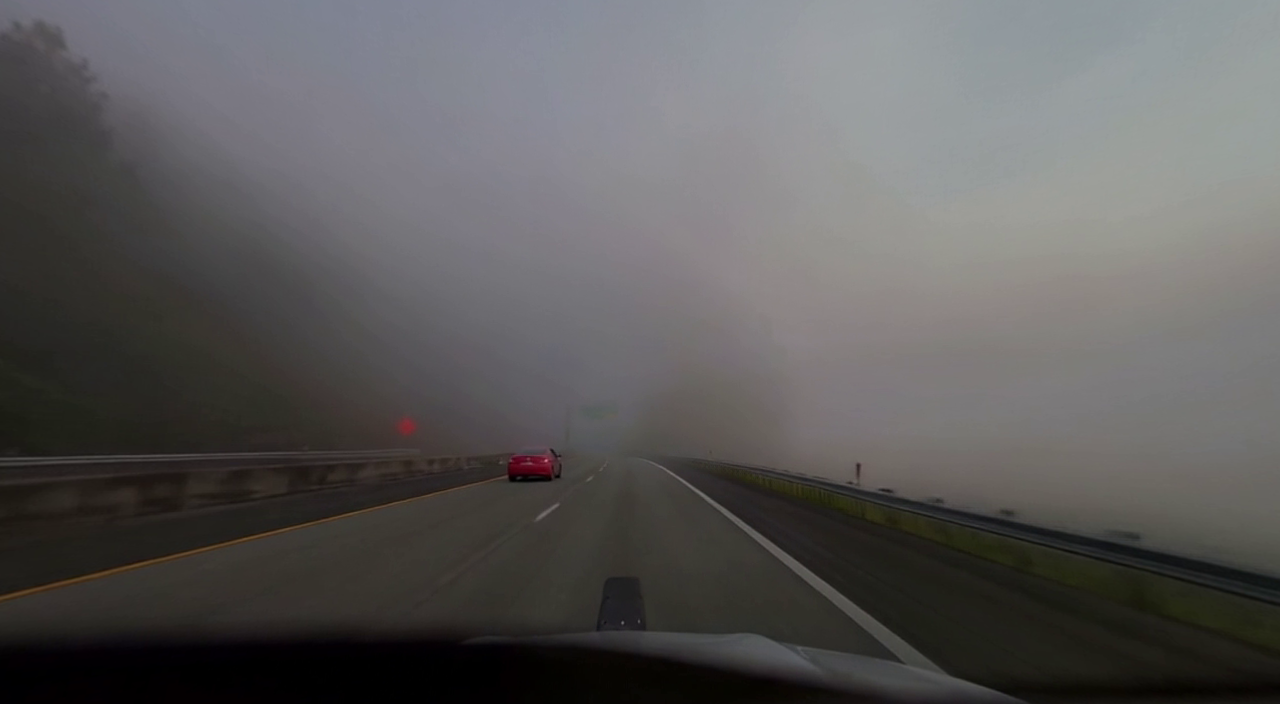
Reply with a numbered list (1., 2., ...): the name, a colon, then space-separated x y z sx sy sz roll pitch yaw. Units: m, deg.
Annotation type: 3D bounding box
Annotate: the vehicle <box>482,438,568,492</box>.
1. vehicle: -3.543 3.572 20.213 1.990 1.532 3.911 0 -9 0
